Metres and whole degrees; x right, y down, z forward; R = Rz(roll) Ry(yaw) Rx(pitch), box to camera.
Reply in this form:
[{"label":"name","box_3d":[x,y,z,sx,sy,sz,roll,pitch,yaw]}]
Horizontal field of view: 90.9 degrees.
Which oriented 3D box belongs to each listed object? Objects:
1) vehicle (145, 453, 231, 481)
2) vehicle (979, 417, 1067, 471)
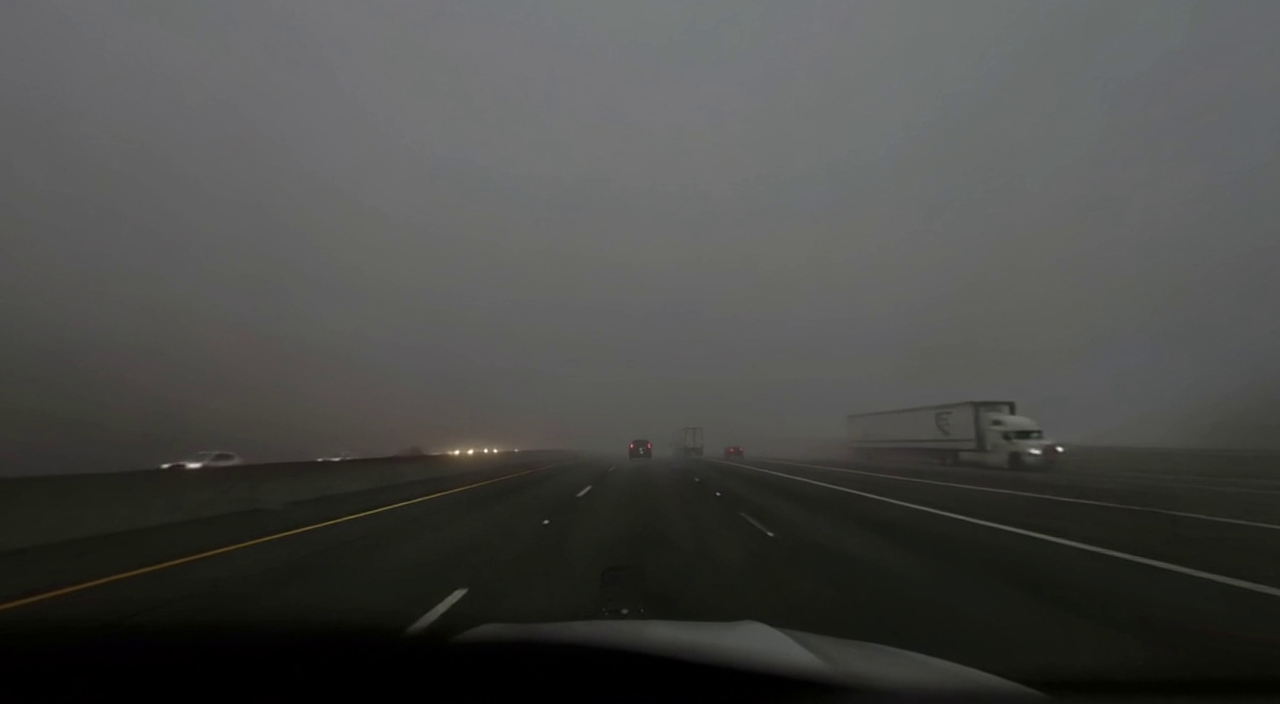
[{"label":"vehicle","box_3d":[-27.991,7.117,39.271,2.077,1.564,4.392,0,-8,0]},{"label":"vehicle","box_3d":[20.262,4.905,33.611,2.233,2.695,3.871,-1,-8,2]}]
